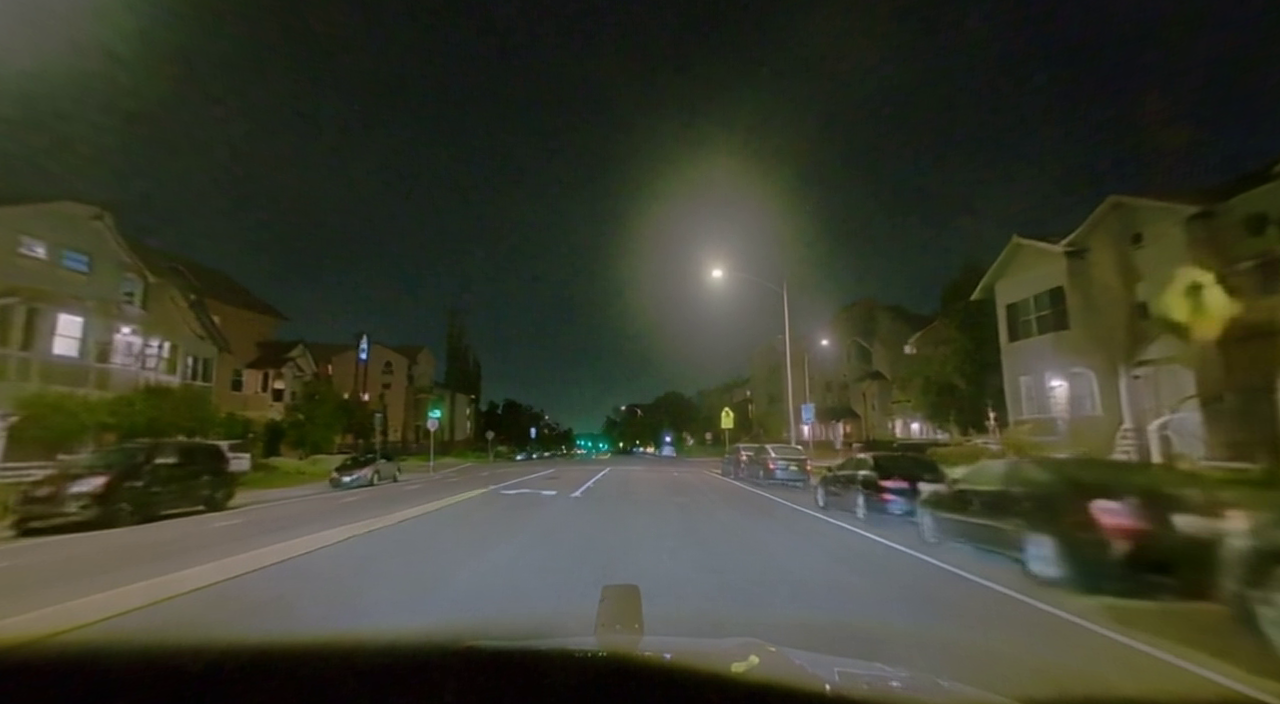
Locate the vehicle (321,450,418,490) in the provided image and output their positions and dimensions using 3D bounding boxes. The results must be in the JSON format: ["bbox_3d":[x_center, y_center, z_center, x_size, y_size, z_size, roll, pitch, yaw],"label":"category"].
[{"bbox_3d":[-11.061,4.815,26.268,1.949,1.457,4.581,0,-8,1],"label":"vehicle"}]

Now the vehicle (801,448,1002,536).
[{"bbox_3d":[4.751,2.584,12.342,2.007,1.352,4.345,1,-8,-1],"label":"vehicle"}]

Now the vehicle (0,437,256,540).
[{"bbox_3d":[-11.243,2.814,13.829,2.459,1.804,4.877,0,-8,2],"label":"vehicle"}]

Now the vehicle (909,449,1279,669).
[{"bbox_3d":[4.649,1.691,6.294,2.049,1.385,4.209,0,-8,-1],"label":"vehicle"}]

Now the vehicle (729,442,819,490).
[{"bbox_3d":[4.527,3.905,22.045,2.196,1.472,4.426,0,-8,0],"label":"vehicle"}]

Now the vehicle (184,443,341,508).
[{"bbox_3d":[-11.252,3.664,19.309,2.052,1.726,4.475,0,-8,-1],"label":"vehicle"}]
